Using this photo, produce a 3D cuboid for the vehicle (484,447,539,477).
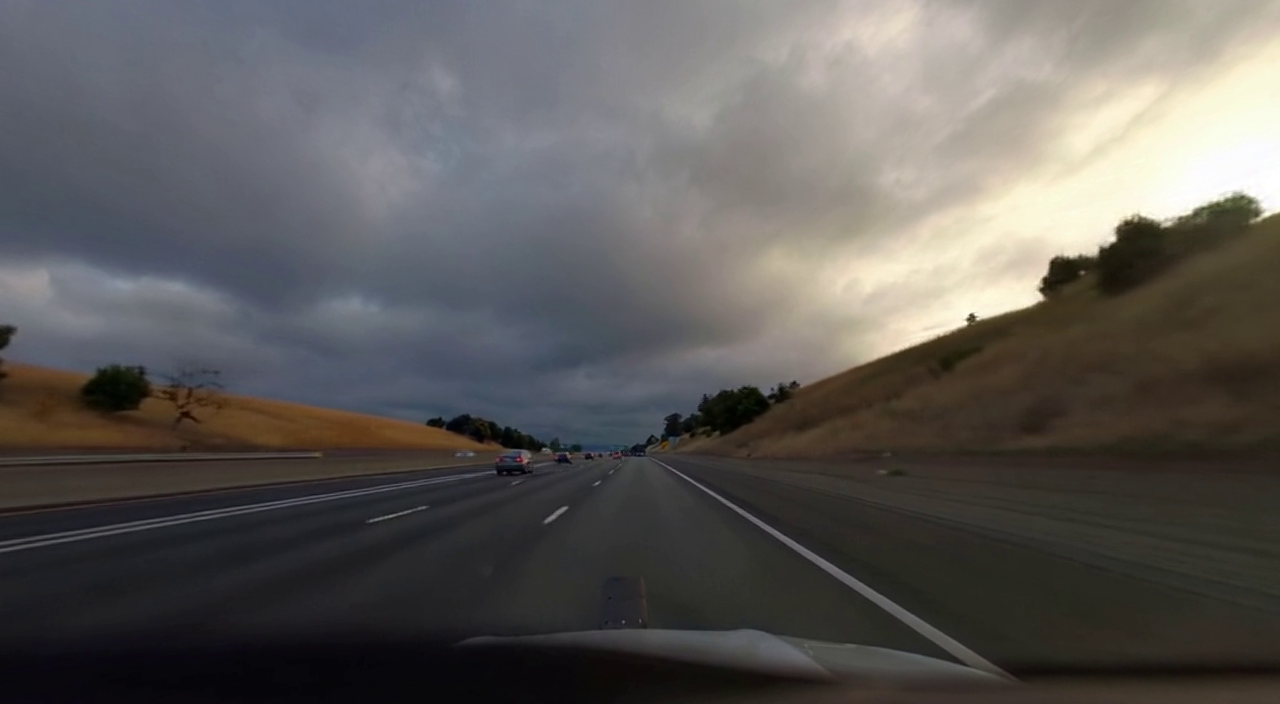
[{"bbox_3d":[-6.946,5.992,34.628,2.015,1.483,4.626,0,-9,0],"label":"vehicle"}]
